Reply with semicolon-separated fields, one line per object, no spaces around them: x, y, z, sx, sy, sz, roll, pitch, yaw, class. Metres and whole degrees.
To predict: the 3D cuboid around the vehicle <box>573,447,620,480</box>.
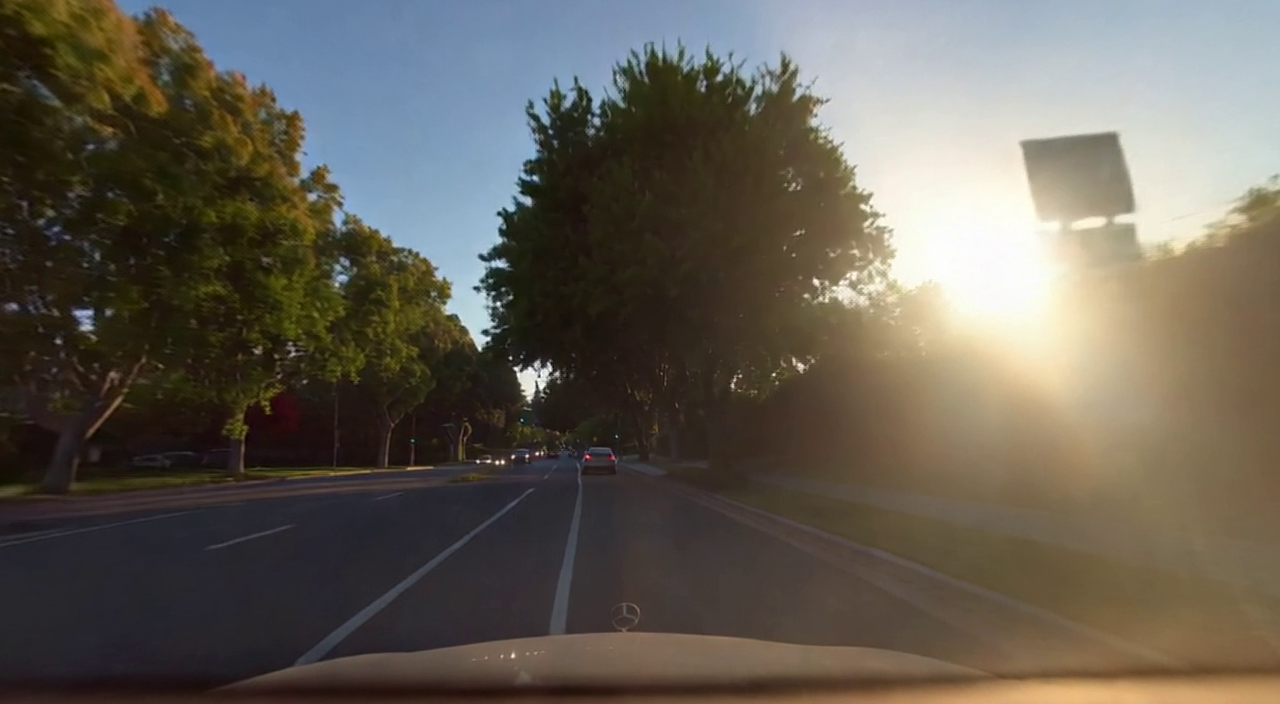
-2.073;5.300;30.349;2.111;1.466;4.223;0;-9;-3;vehicle

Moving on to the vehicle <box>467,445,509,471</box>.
-10.516;7.358;44.043;2.049;1.723;4.310;0;-9;-4;vehicle
